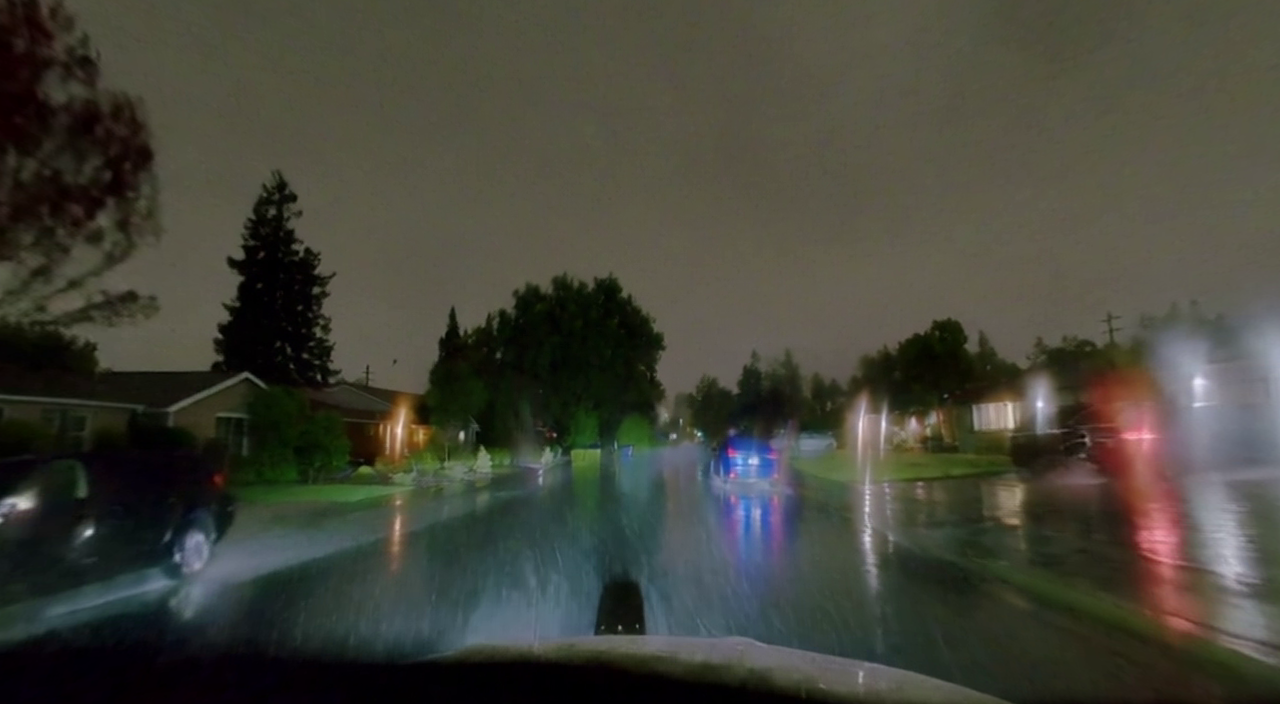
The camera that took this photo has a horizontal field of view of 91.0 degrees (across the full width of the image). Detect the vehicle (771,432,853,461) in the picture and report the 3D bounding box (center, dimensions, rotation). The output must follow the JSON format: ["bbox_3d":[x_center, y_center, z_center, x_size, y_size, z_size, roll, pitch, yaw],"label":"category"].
[{"bbox_3d":[11.218,6.200,41.295,4.710,1.512,1.894,-4,-9,2],"label":"vehicle"}]

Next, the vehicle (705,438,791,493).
[{"bbox_3d":[3.225,3.485,19.700,2.006,1.494,4.211,0,-8,1],"label":"vehicle"}]

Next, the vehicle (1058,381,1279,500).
[{"bbox_3d":[11.364,1.566,11.974,5.097,1.824,2.113,-6,-9,2],"label":"vehicle"}]

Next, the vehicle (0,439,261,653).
[{"bbox_3d":[-5.850,1.598,5.579,1.995,1.608,4.596,0,-8,2],"label":"vehicle"}]
